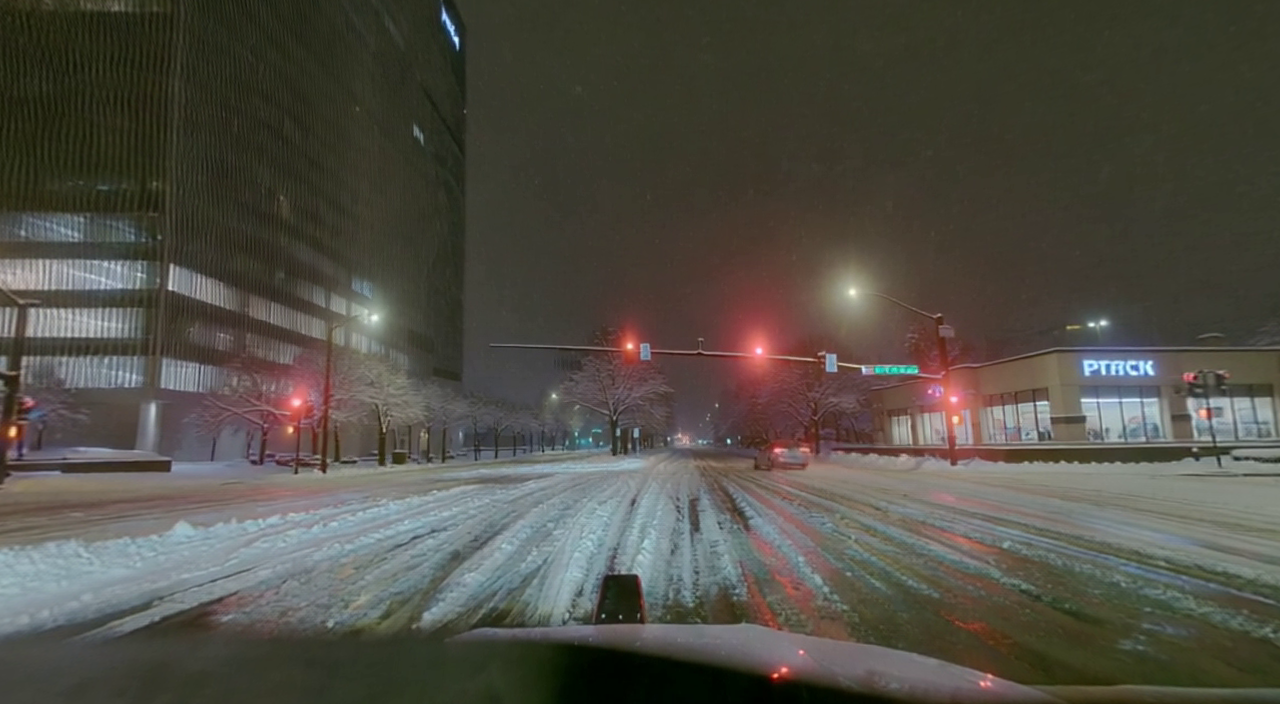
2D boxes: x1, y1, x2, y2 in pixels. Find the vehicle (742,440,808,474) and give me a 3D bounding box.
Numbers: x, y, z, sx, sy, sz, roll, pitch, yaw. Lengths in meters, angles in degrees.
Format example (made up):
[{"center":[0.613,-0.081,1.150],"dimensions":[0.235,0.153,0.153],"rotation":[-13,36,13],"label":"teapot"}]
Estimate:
[{"center":[6.290,4.955,29.940],"dimensions":[1.988,1.466,4.529],"rotation":[0,-8,-2],"label":"vehicle"}]
